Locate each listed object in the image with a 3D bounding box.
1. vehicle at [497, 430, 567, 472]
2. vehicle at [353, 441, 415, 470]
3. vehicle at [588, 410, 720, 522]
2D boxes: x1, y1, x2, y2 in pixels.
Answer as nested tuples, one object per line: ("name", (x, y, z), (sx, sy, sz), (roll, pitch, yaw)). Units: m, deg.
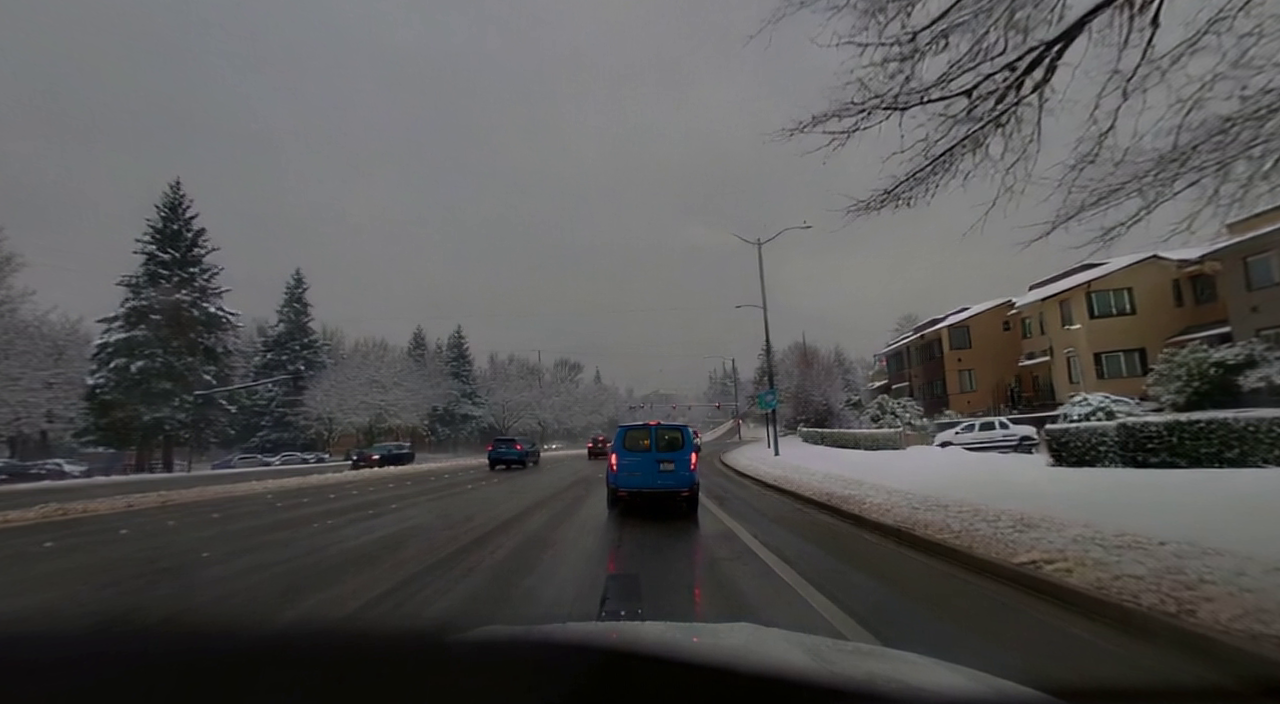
("vehicle", (-5.278, 4.920, 31.583), (2.154, 1.902, 4.735), (-1, -9, 7))
("vehicle", (-18.590, 7.519, 46.090), (2.033, 1.923, 4.658), (-1, -9, 8))
("vehicle", (0.305, 2.193, 12.582), (2.173, 1.830, 4.189), (0, -9, 2))
